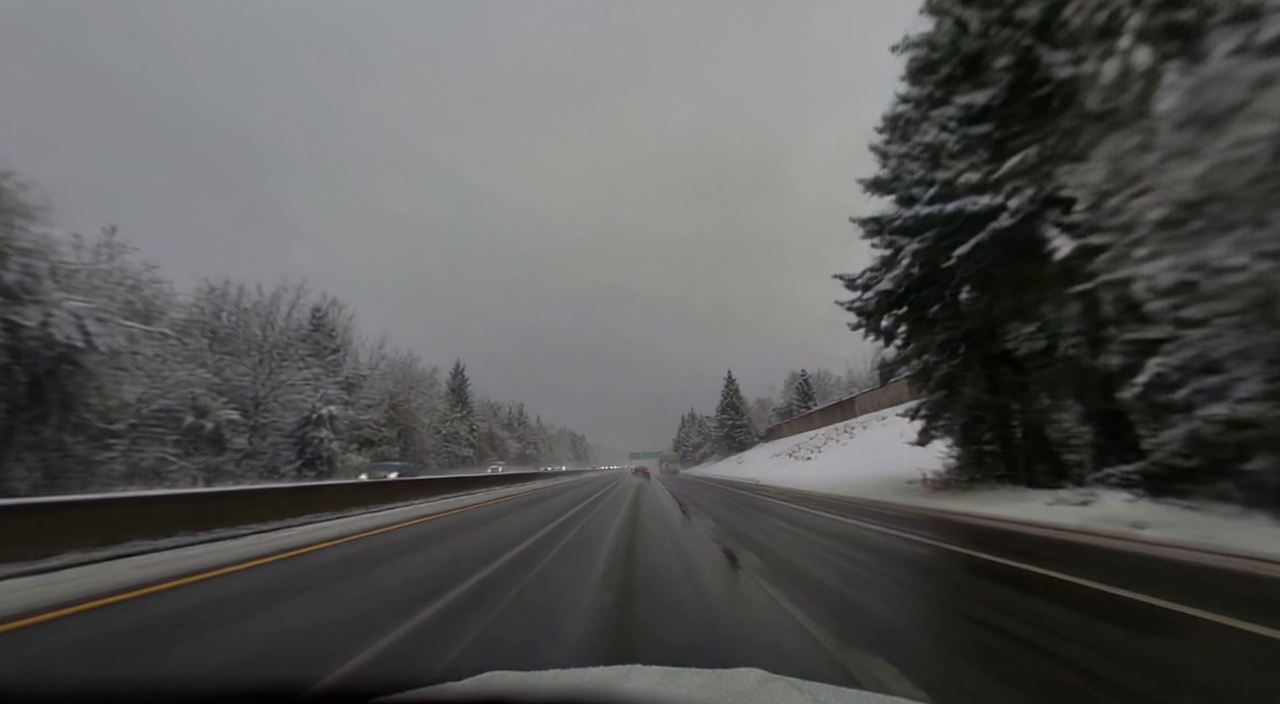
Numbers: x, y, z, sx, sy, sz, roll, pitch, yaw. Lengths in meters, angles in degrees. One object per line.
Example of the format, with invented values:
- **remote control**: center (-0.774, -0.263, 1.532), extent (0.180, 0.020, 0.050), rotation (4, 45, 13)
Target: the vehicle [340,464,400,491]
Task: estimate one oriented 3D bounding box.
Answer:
- **vehicle**: center (-16.212, 7.523, 38.012), extent (1.886, 1.498, 3.705), rotation (1, -10, 0)
